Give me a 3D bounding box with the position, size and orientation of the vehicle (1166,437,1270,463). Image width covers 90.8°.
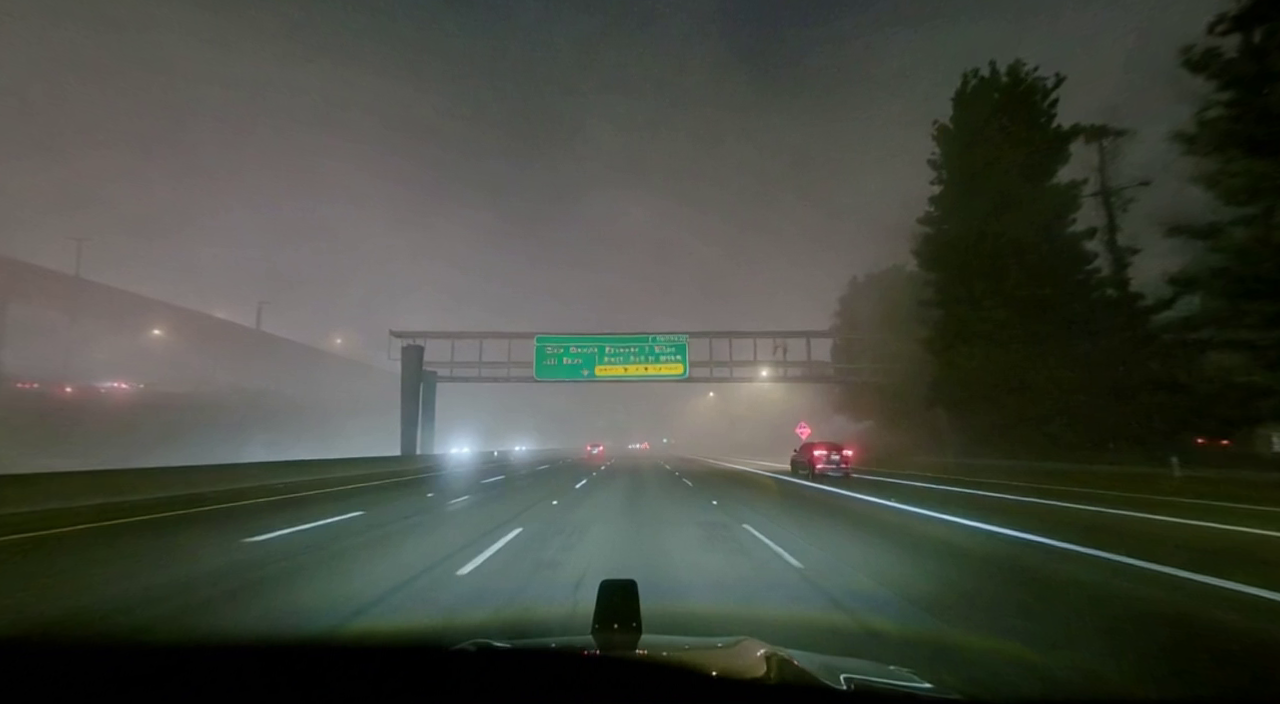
[{"bbox_3d":[36.358,6.180,39.946,1.937,1.478,4.733,0,-8,-3],"label":"vehicle"}]
